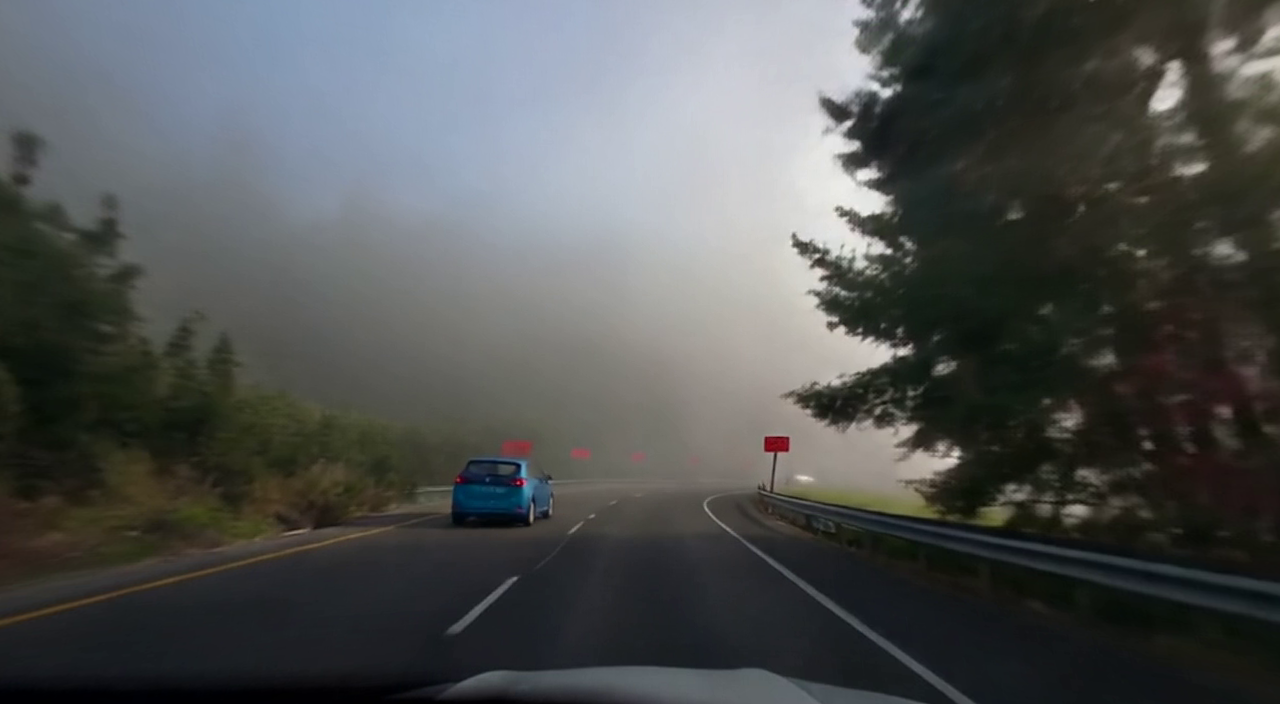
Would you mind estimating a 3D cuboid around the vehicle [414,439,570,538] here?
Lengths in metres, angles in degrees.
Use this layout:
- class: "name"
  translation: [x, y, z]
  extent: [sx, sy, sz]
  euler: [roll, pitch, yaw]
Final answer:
- class: "vehicle"
  translation: [-2.851, 2.814, 13.334]
  extent: [1.997, 1.692, 4.422]
  euler: [0, -11, 3]
